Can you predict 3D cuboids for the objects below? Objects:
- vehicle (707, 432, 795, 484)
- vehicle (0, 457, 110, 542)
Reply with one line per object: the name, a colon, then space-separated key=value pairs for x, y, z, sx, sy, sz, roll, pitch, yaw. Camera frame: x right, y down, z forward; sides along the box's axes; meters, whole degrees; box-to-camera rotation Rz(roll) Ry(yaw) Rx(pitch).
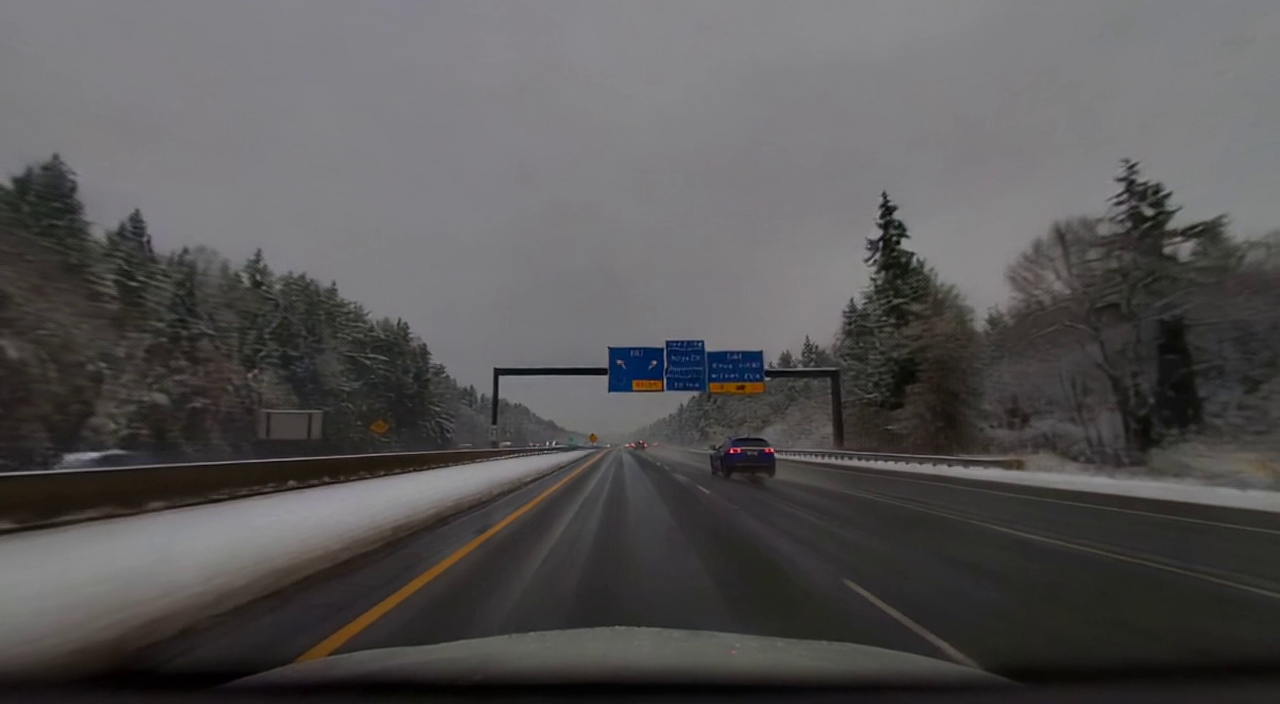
vehicle: x=3.494 y=3.429 z=20.744 sx=1.958 sy=1.526 sz=4.227 roll=0 pitch=-8 yaw=-2
vehicle: x=-12.865 y=2.811 z=11.904 sx=1.951 sy=1.474 sz=4.413 roll=0 pitch=-8 yaw=-2
